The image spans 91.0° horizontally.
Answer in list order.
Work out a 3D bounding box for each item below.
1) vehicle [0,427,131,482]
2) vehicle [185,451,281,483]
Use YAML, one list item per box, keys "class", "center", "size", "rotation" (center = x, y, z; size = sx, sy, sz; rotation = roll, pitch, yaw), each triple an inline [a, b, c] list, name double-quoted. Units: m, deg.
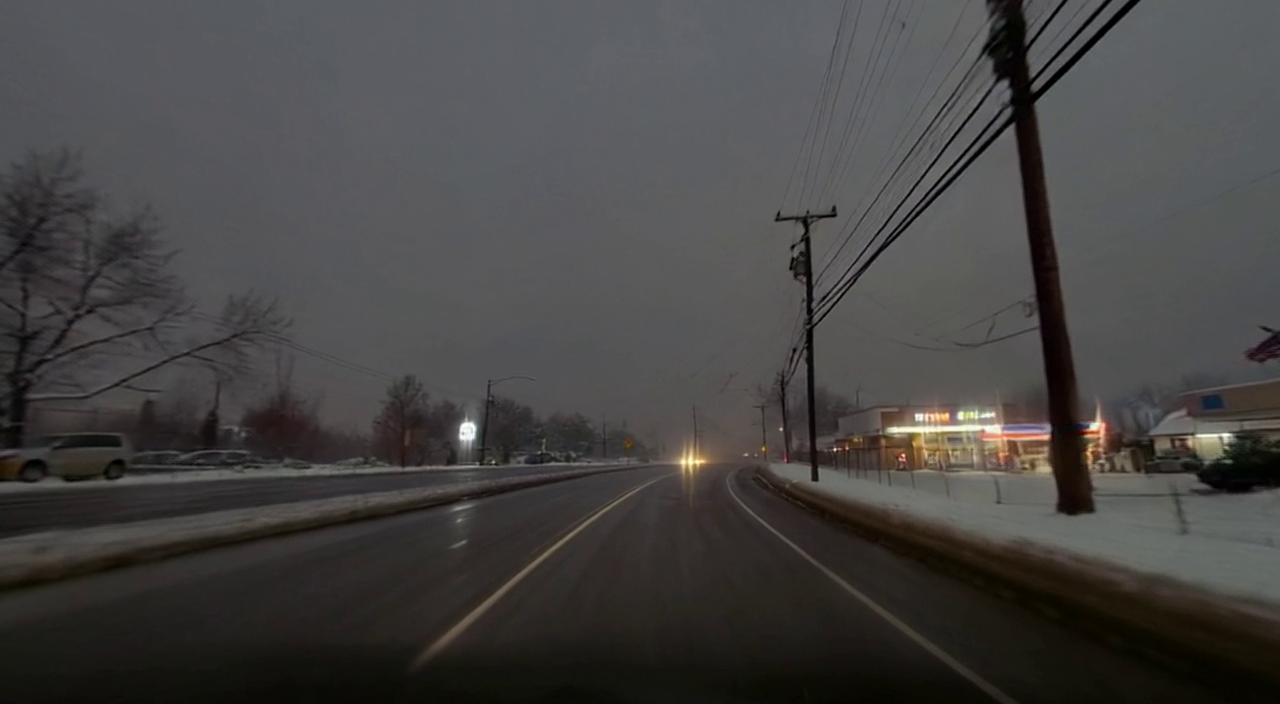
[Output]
- class: "vehicle"
  center: [-23.746, 4.099, 25.080]
  size: [5.785, 2.002, 2.241]
  rotation: [-4, -9, 14]
- class: "vehicle"
  center: [-21.452, 6.015, 33.219]
  size: [4.147, 1.562, 1.805]
  rotation: [-2, -9, 16]
